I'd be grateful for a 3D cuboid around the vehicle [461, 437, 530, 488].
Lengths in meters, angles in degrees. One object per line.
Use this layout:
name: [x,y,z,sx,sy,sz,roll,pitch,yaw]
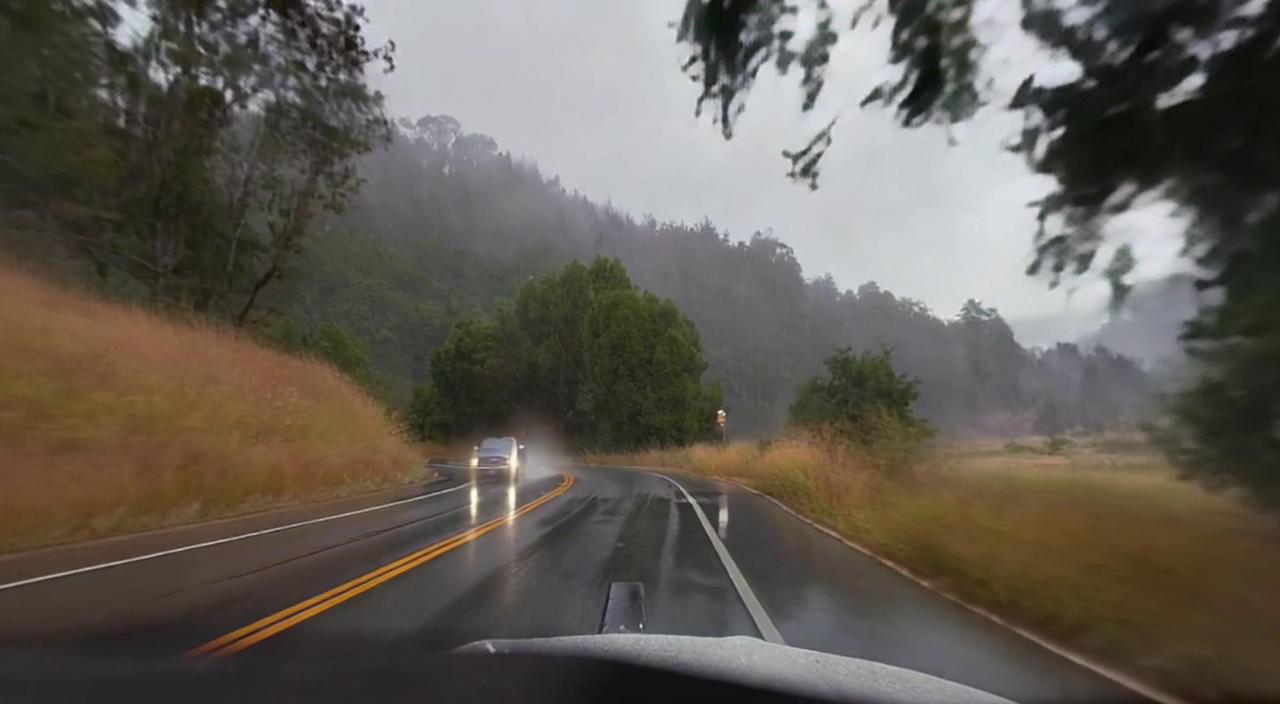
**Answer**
vehicle: [-6.150,4.719,27.587,2.546,1.975,5.702,1,-8,-10]
